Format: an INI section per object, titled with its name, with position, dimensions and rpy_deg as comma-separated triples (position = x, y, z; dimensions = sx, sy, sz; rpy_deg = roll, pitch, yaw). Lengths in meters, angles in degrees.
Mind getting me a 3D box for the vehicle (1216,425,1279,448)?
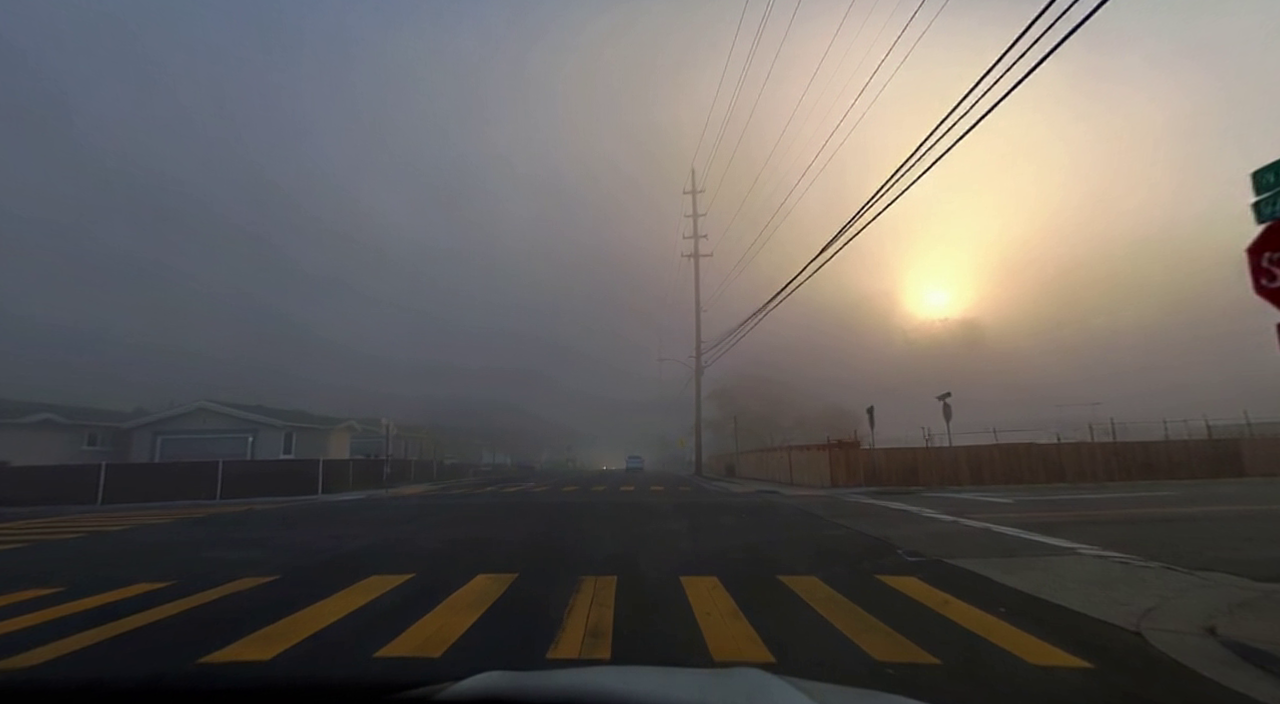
[vehicle]
position = 44.609, 6.017, 45.007
dimensions = 2.251, 1.596, 5.193
rpy_deg = 0, -8, 0
